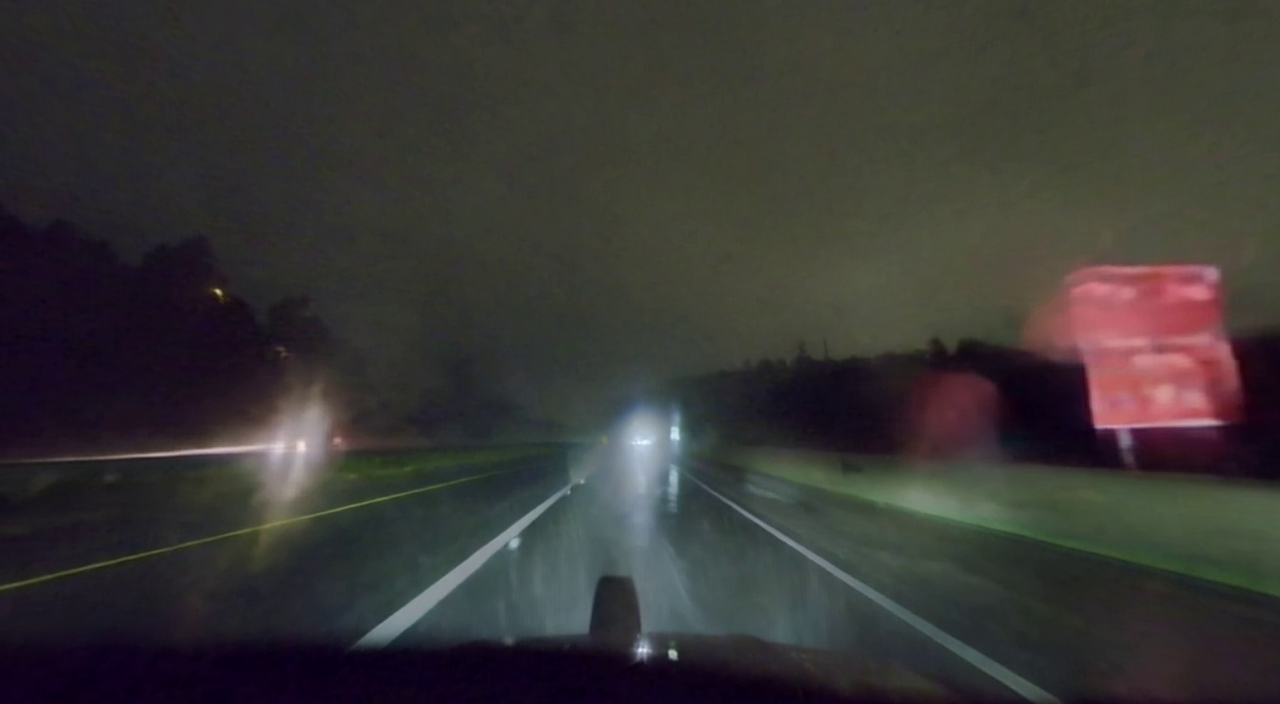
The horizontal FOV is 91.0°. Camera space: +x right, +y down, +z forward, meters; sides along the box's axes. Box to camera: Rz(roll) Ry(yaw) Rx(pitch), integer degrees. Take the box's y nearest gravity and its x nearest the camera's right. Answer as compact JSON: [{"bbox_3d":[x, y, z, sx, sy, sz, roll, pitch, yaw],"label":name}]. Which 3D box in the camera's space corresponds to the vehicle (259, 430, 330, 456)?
[{"bbox_3d":[-20.798,5.512,38.114,1.800,1.449,4.373,0,-8,0],"label":"vehicle"}]
